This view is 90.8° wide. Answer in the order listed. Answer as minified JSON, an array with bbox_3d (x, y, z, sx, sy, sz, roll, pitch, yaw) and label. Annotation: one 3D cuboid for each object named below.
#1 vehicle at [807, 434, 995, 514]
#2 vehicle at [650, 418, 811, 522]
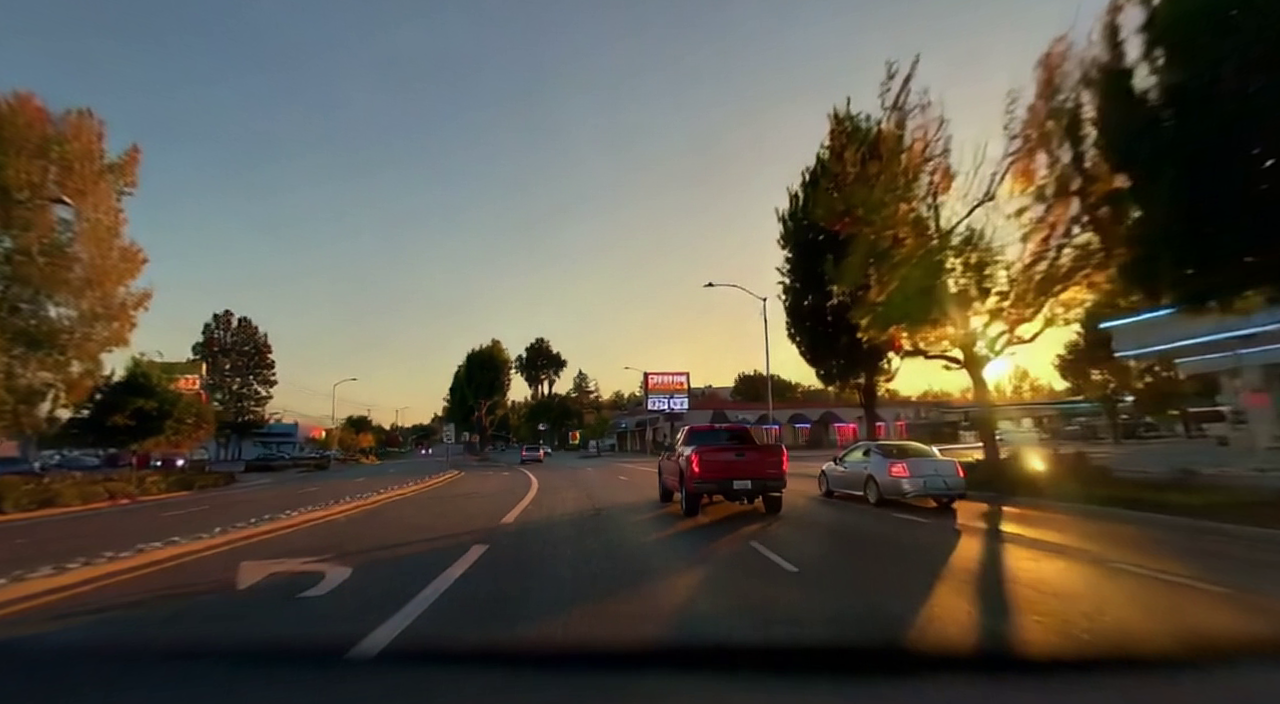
[{"bbox_3d":[5.490,2.607,14.041,1.986,1.480,4.296,1,-8,-6],"label":"vehicle"},{"bbox_3d":[1.597,2.379,13.336,2.214,1.749,4.998,1,-8,-5],"label":"vehicle"}]
